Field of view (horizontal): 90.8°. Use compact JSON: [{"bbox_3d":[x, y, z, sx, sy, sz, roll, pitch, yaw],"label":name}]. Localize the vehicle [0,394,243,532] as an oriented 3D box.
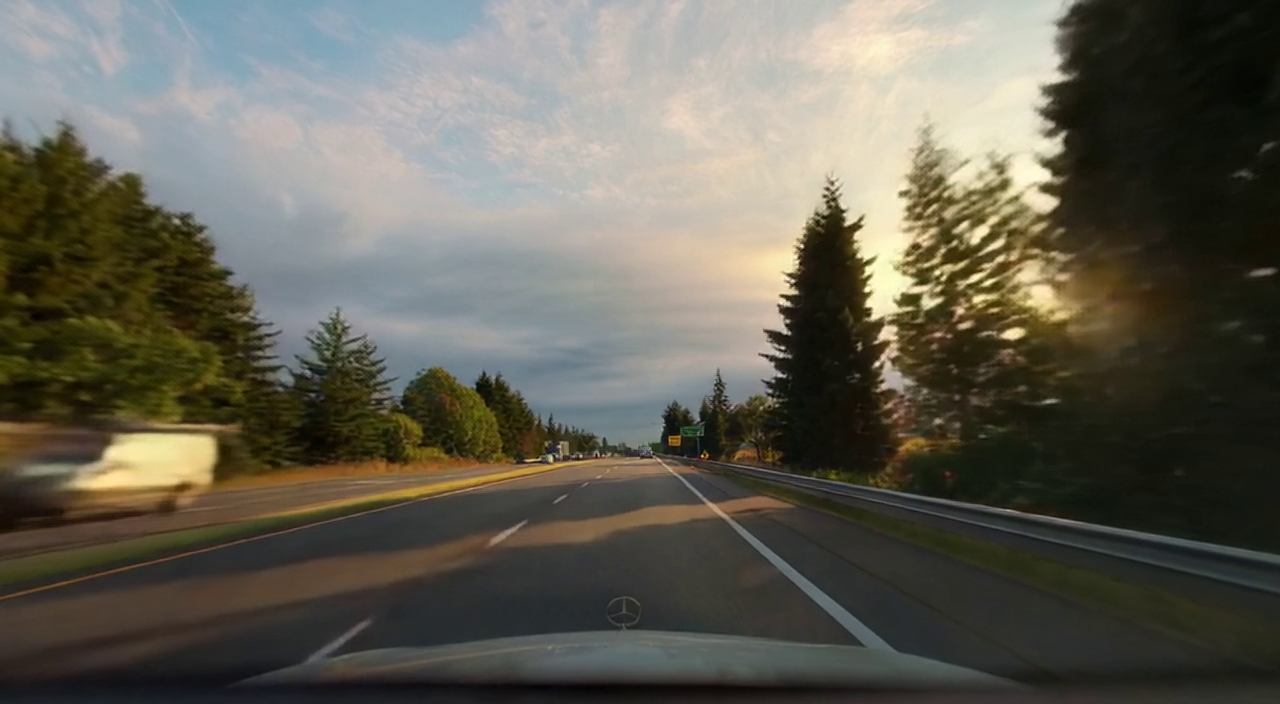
[{"bbox_3d":[-11.888,2.413,14.034,2.436,2.436,5.427,0,-9,1],"label":"vehicle"}]
